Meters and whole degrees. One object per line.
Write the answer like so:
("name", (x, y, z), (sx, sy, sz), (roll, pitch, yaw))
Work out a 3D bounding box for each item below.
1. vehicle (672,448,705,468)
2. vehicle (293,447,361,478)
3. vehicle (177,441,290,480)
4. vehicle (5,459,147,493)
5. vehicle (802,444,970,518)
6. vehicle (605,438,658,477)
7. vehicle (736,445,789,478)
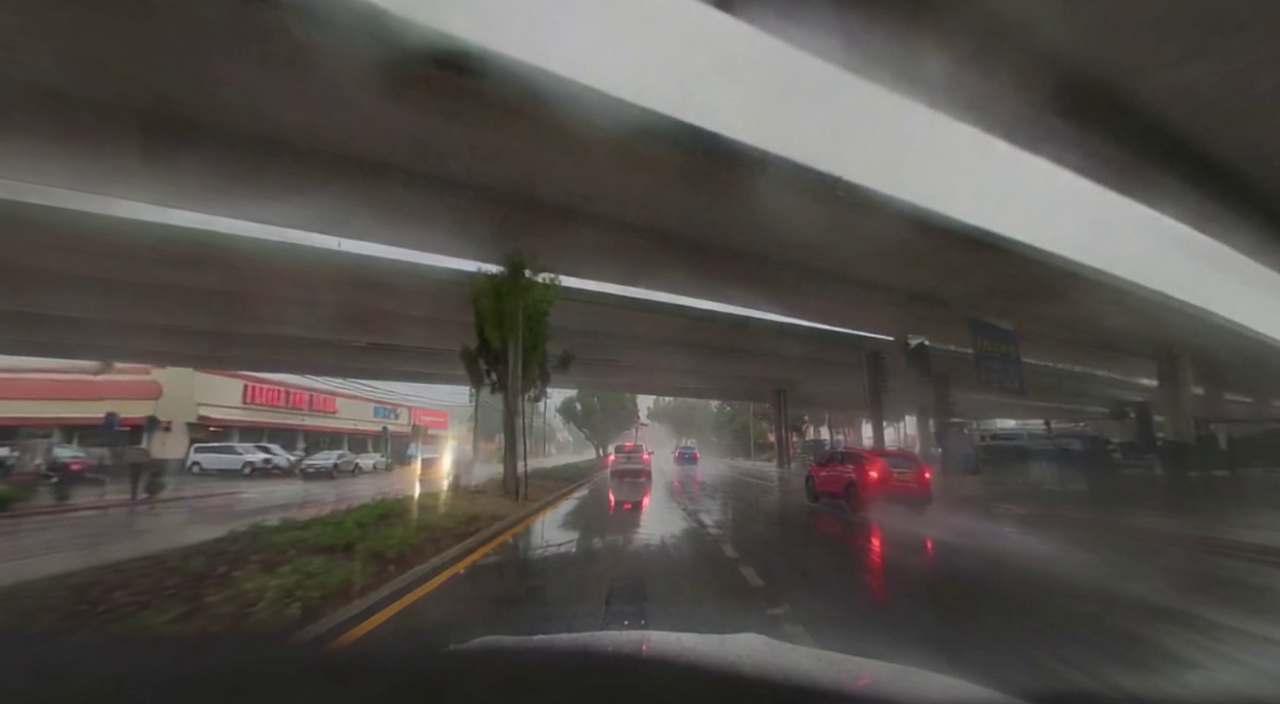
("vehicle", (3.627, 7.988, 47.707), (2.126, 1.375, 4.241), (0, -9, -1))
("vehicle", (-19.618, 6.932, 39.727), (1.989, 1.820, 4.427), (0, -9, -1))
("vehicle", (-25.271, 6.769, 39.692), (2.510, 2.180, 7.492), (0, -9, -4))
("vehicle", (-26.916, 5.909, 30.305), (4.582, 1.429, 1.962), (3, -9, -20))
("vehicle", (5.582, 2.963, 15.091), (1.954, 1.479, 4.557), (0, -9, -3))
("vehicle", (-0.379, 5.251, 31.588), (2.441, 1.813, 4.581), (0, -9, 0))
("vehicle", (6.559, 5.887, 34.286), (1.974, 1.663, 4.299), (0, -9, -1))
